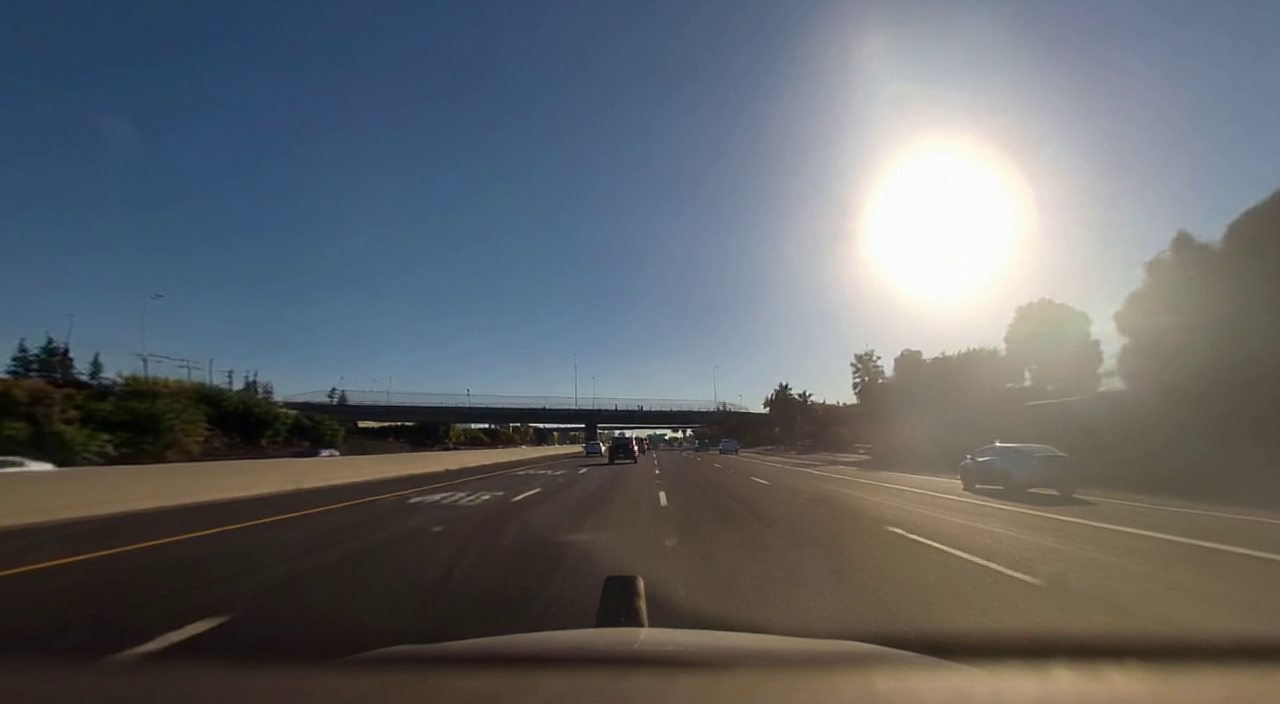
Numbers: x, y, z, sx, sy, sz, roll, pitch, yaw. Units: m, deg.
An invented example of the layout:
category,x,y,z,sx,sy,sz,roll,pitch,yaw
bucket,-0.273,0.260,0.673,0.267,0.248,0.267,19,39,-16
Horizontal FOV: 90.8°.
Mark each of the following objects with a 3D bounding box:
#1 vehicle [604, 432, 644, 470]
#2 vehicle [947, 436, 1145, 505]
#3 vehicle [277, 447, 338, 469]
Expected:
category,x,y,z,sx,sy,sz,roll,pitch,yaw
vehicle,-0.787,5.241,33.545,1.893,1.827,4.513,0,-8,1
vehicle,9.642,2.824,15.546,1.900,1.432,4.519,0,-8,1
vehicle,-24.749,7.868,47.138,2.015,1.562,4.554,0,-8,1
